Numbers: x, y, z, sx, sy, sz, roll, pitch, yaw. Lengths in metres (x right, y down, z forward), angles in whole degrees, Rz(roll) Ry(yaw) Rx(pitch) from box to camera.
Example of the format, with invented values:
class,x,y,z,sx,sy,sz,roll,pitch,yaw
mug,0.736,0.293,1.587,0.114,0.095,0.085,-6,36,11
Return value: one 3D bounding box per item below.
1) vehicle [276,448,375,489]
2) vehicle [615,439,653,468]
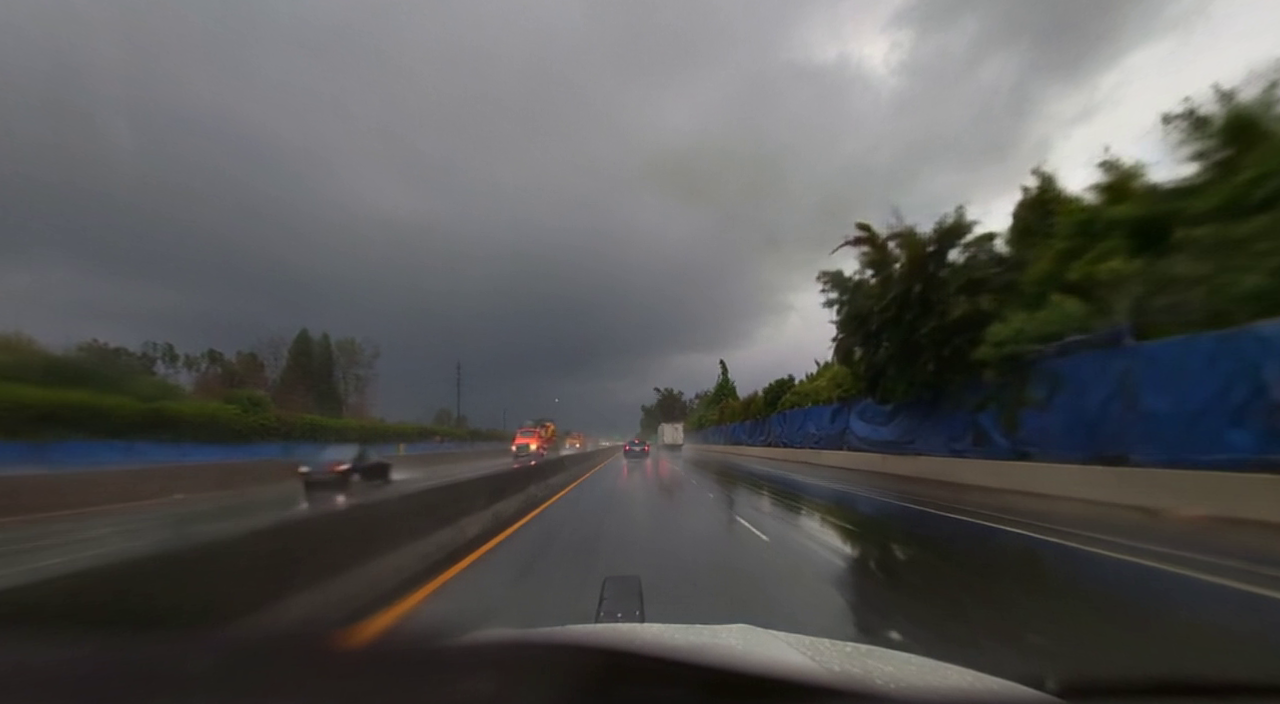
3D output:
class,x,y,z,sx,sy,sz,roll,pitch,yaw
vehicle,-12.914,4.771,26.131,1.971,1.494,4.109,-1,-8,0
vehicle,-0.329,5.658,35.288,2.004,1.472,4.075,0,-8,0
